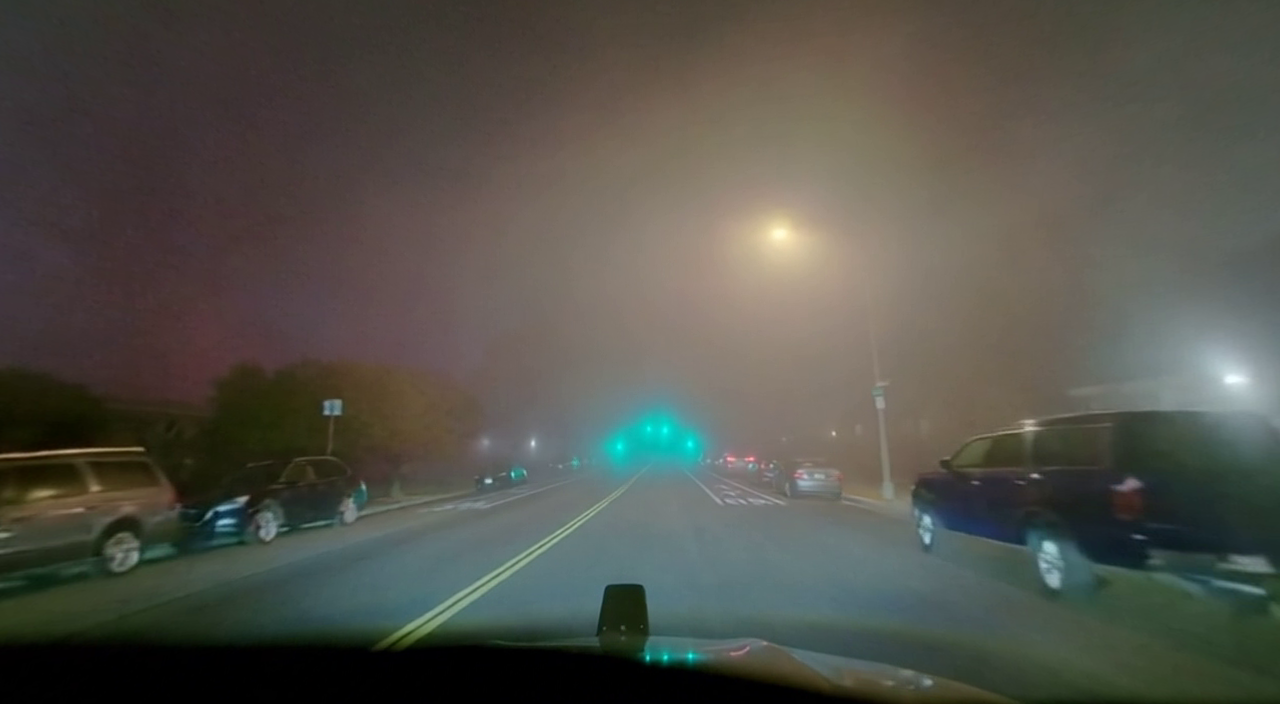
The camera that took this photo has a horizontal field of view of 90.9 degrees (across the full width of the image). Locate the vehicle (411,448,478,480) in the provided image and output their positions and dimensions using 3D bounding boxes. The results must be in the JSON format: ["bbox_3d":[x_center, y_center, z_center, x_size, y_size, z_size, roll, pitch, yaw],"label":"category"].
[{"bbox_3d":[-12.386,7.079,40.047,3.513,1.829,1.976,-1,-7,11],"label":"vehicle"}]

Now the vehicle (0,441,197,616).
[{"bbox_3d":[-7.461,1.863,6.795,1.973,1.755,4.528,-1,-9,2],"label":"vehicle"}]

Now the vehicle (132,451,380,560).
[{"bbox_3d":[-7.265,2.880,12.670,1.996,1.628,4.603,-1,-8,1],"label":"vehicle"}]

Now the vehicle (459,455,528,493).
[{"bbox_3d":[-6.567,5.521,28.799,1.903,1.463,4.526,-1,-8,2],"label":"vehicle"}]

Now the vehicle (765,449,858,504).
[{"bbox_3d":[5.134,3.747,19.484,1.704,1.445,4.492,0,-8,1],"label":"vehicle"}]

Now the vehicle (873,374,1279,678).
[{"bbox_3d":[4.527,1.447,6.520,2.325,1.892,5.049,0,-8,1],"label":"vehicle"}]
